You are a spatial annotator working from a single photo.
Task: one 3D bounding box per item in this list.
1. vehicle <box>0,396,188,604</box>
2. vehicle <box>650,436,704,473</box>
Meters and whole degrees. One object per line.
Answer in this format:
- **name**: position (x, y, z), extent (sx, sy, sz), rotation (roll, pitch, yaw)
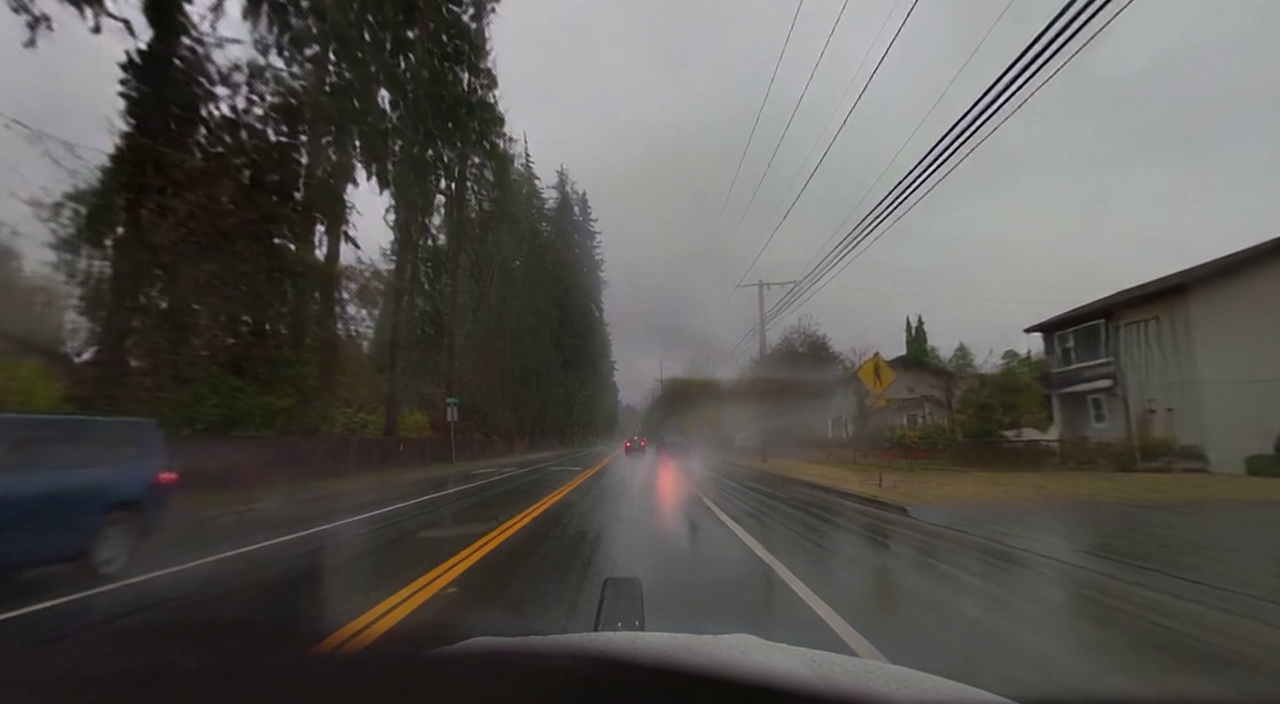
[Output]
- **vehicle**: position (-6.948, 1.323, 5.606), extent (2.352, 1.857, 4.690), rotation (0, -8, -1)
- **vehicle**: position (1.521, 4.432, 27.415), extent (1.975, 1.497, 3.647), rotation (0, -8, -2)
